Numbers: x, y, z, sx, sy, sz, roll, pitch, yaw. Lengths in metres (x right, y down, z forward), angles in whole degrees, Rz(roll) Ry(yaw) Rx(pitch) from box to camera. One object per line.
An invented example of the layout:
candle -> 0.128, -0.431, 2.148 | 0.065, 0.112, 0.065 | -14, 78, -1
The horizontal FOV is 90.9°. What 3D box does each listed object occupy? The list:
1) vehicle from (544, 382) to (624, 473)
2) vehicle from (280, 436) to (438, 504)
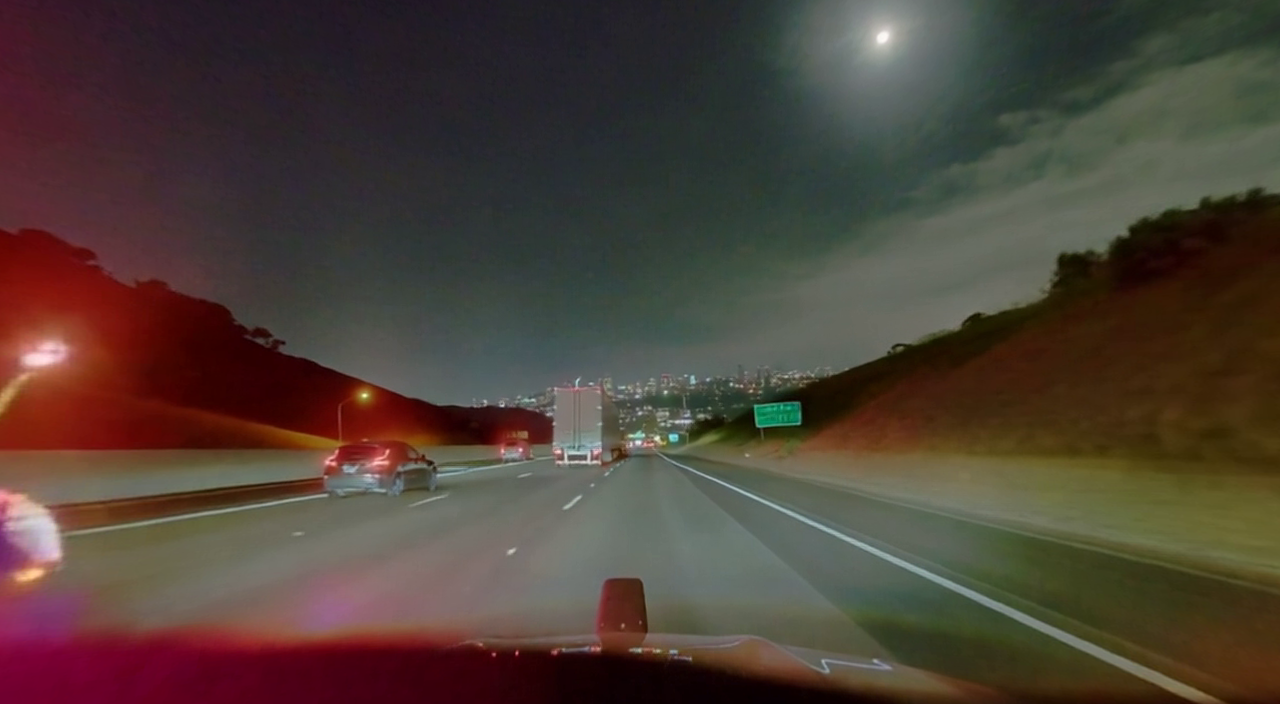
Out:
vehicle -> -2.896, 4.817, 38.552 | 3.202, 4.352, 16.251 | 0, -8, 1
vehicle -> -7.009, 2.971, 16.368 | 1.911, 1.494, 4.555 | -1, -8, 1
